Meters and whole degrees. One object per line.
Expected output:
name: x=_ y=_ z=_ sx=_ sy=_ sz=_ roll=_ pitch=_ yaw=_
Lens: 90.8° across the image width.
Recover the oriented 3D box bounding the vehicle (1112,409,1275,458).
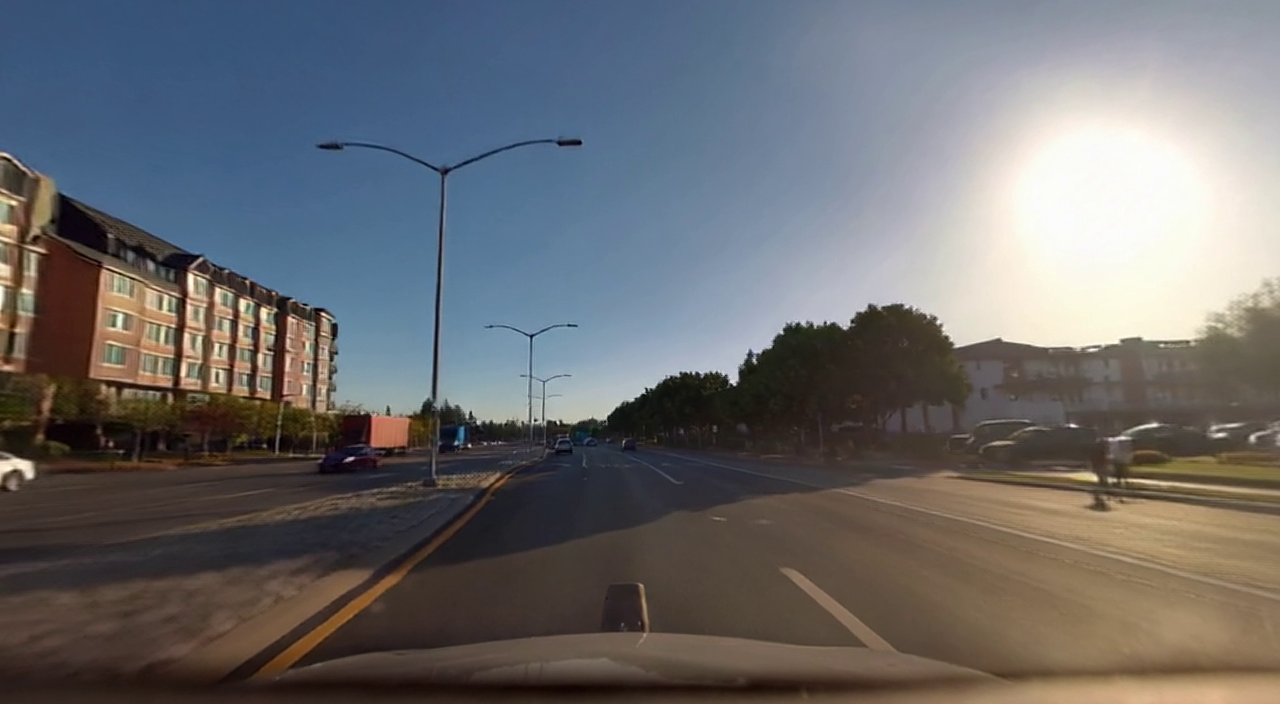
vehicle: x=21.884 y=3.270 z=25.248 sx=4.218 sy=1.780 sz=2.331 roll=-1 pitch=-10 yaw=19

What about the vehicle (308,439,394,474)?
vehicle: x=-13.736 y=5.002 z=30.374 sx=2.150 sy=1.534 sz=4.569 roll=0 pitch=-8 yaw=-3

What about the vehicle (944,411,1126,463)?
vehicle: x=16.314 y=3.621 z=26.580 sx=5.829 sy=1.995 sz=2.659 roll=-2 pitch=-9 yaw=15
